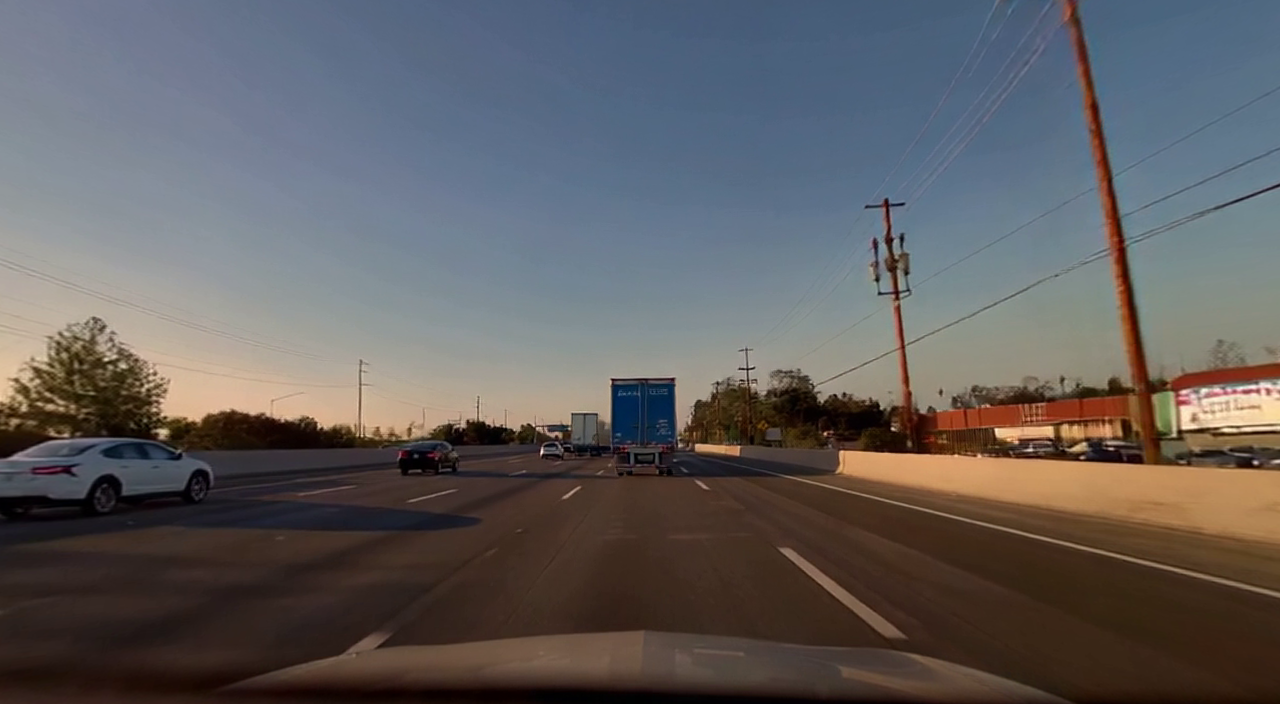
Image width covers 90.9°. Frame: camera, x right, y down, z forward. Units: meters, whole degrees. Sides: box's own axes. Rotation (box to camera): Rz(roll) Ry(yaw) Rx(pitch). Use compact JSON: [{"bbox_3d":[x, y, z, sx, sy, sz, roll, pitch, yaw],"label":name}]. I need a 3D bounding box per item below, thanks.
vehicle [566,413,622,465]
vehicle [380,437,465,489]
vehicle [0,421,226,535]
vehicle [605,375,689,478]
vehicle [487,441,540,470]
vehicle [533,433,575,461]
[{"bbox_3d":[-3.233,6.949,49.619,2.816,3.434,16.412,-1,-9,1],"label":"vehicle"},{"bbox_3d":[-7.033,3.598,20.663,1.736,1.580,2.778,0,-9,1],"label":"vehicle"},{"bbox_3d":[-10.872,2.359,12.427,2.046,1.779,4.752,0,-9,2],"label":"vehicle"},{"bbox_3d":[0.166,3.353,27.050,2.941,3.604,9.851,0,-9,-1],"label":"vehicle"},{"bbox_3d":[-6.770,5.596,34.289,1.933,1.459,4.478,0,-9,1],"label":"vehicle"},{"bbox_3d":[-6.593,7.396,49.041,2.245,2.074,5.791,0,-9,2],"label":"vehicle"}]
